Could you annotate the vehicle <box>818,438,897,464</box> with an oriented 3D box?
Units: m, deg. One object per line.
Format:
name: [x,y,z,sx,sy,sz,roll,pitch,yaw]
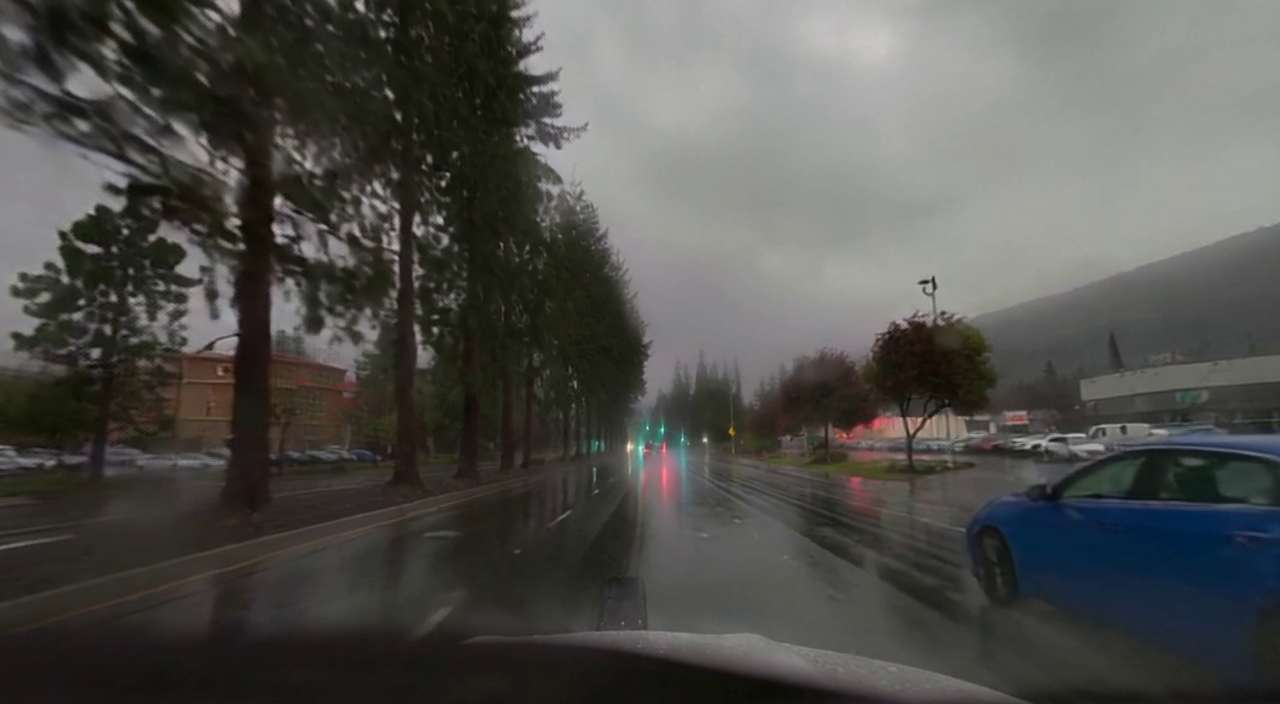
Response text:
vehicle: [15.293,7.008,44.338,4.722,1.500,1.975,-4,-9,1]

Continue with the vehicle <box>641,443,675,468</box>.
vehicle: [1.152,6.715,40.914,2.144,1.505,4.128,0,-8,1]

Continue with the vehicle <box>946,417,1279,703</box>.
vehicle: [4.151,1.210,4.040,2.053,1.482,4.568,0,-8,0]
